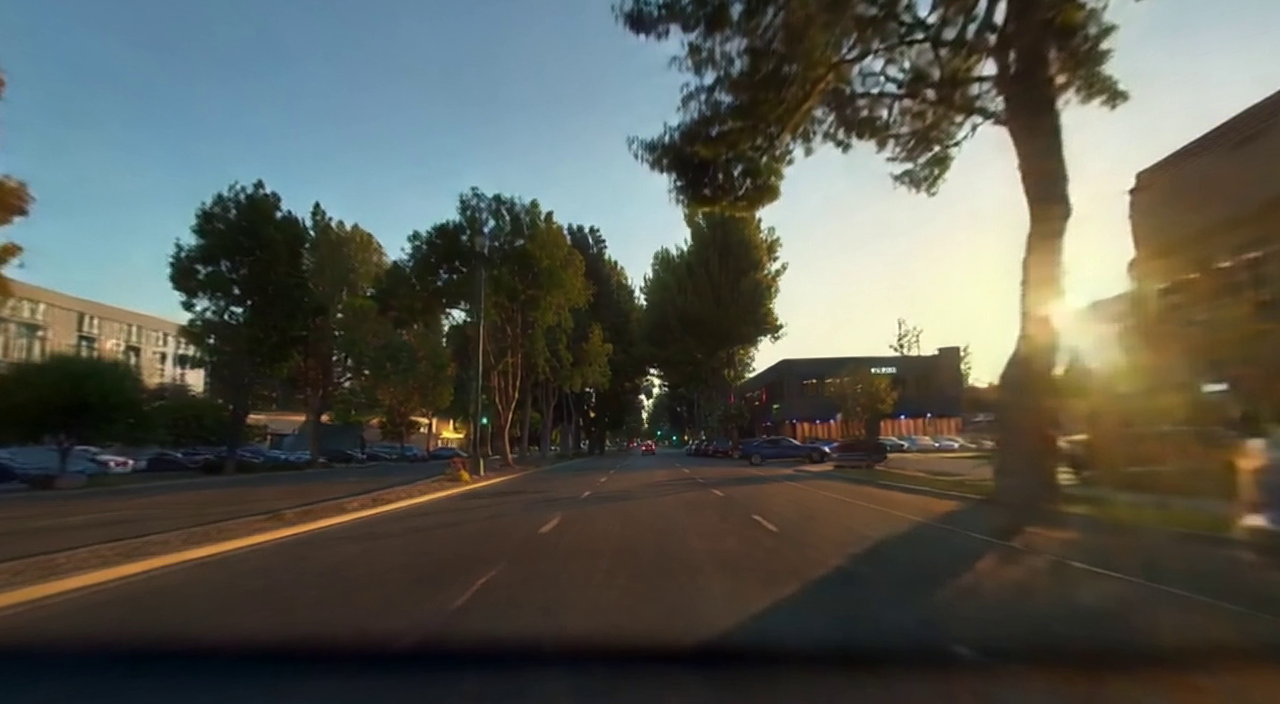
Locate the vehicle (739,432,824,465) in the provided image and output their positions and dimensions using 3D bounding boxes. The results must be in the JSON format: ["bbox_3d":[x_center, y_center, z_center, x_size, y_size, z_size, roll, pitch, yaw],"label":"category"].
[{"bbox_3d":[9.582,6.568,42.716,5.329,2.114,2.325,-3,-9,19],"label":"vehicle"}]

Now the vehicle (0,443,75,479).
[{"bbox_3d":[-31.765,5.394,31.379,4.868,1.673,2.341,0,-8,-2],"label":"vehicle"}]

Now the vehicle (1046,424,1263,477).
[{"bbox_3d":[17.286,3.337,21.412,5.283,1.646,2.435,0,-8,-3],"label":"vehicle"}]

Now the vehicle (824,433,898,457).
[{"bbox_3d":[17.082,7.235,48.954,4.897,1.739,2.259,-1,-8,2],"label":"vehicle"}]

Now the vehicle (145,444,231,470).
[{"bbox_3d":[-32.250,7.468,45.035,4.557,1.773,2.018,0,-9,1],"label":"vehicle"}]
